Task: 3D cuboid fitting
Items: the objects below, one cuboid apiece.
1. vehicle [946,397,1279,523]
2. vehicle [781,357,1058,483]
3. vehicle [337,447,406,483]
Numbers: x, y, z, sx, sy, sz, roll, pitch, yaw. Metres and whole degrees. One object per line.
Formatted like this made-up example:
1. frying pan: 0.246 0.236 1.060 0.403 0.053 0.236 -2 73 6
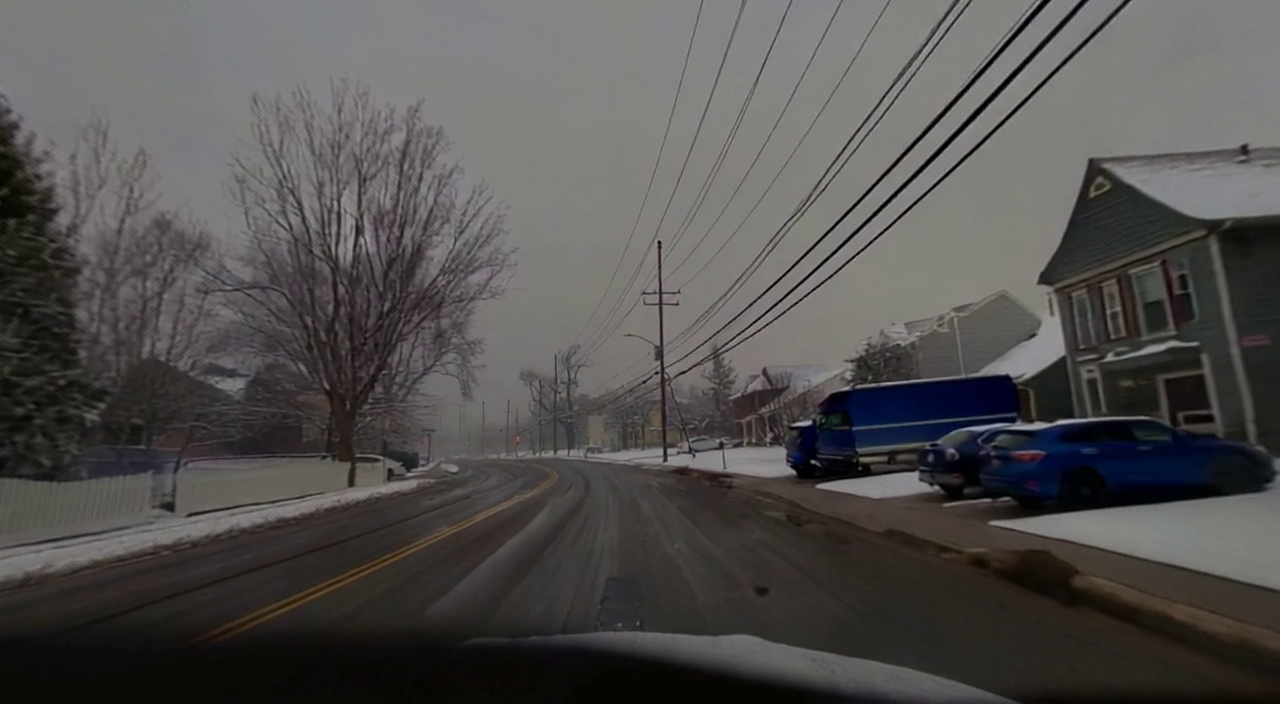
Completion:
1. vehicle: 7.566 1.646 9.921 4.412 1.565 1.957 -3 -8 0
2. vehicle: 8.290 2.074 19.241 7.115 3.010 2.378 -4 -8 -5
3. vehicle: -12.884 5.421 30.640 2.390 1.431 4.253 0 -7 -13
